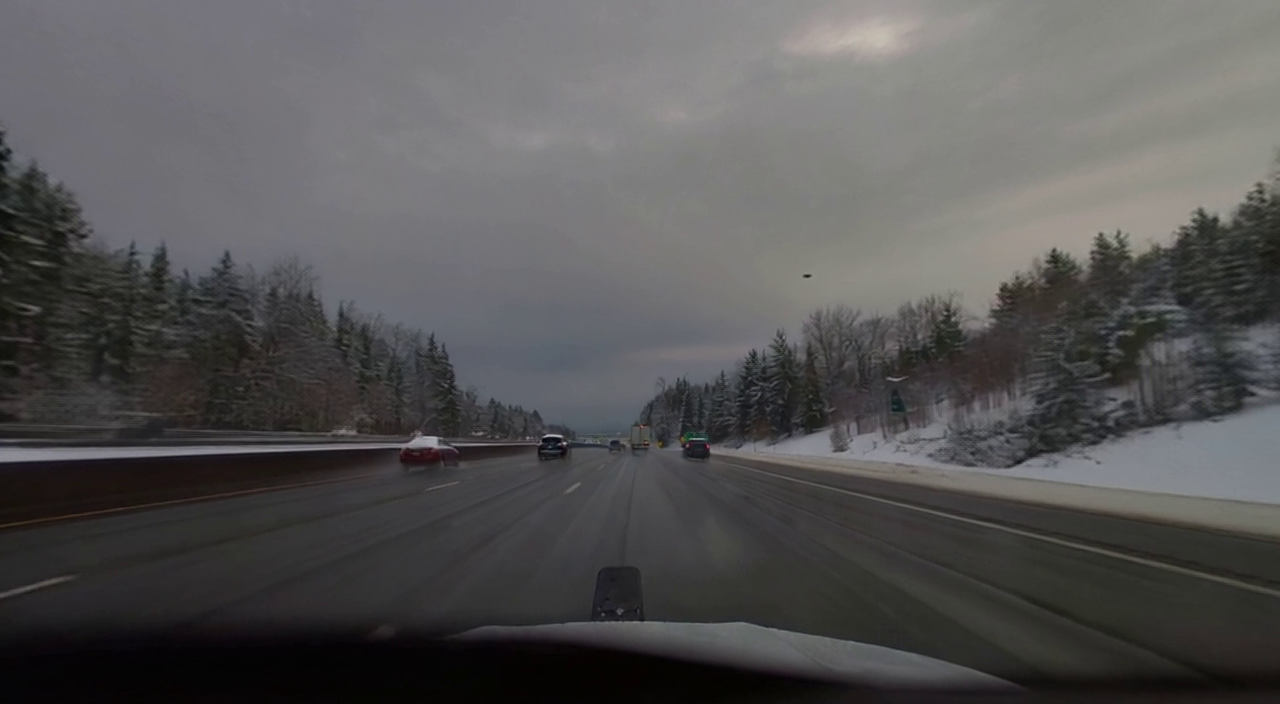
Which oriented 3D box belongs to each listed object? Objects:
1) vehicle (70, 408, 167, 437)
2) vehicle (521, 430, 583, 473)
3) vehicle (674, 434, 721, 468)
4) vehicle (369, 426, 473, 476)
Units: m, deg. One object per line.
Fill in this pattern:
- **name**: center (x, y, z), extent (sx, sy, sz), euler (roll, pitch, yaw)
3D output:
- **vehicle**: center (-29.044, 4.009, 35.201), extent (1.859, 1.448, 4.027), euler (-1, -8, 2)
- **vehicle**: center (-3.655, 4.244, 27.031), extent (2.002, 1.680, 4.301), euler (0, -9, 1)
- **vehicle**: center (3.015, 5.275, 33.755), extent (2.053, 1.698, 4.097), euler (0, -9, -1)
- **vehicle**: center (-8.149, 3.759, 23.991), extent (2.237, 1.703, 4.681), euler (0, -9, 1)
